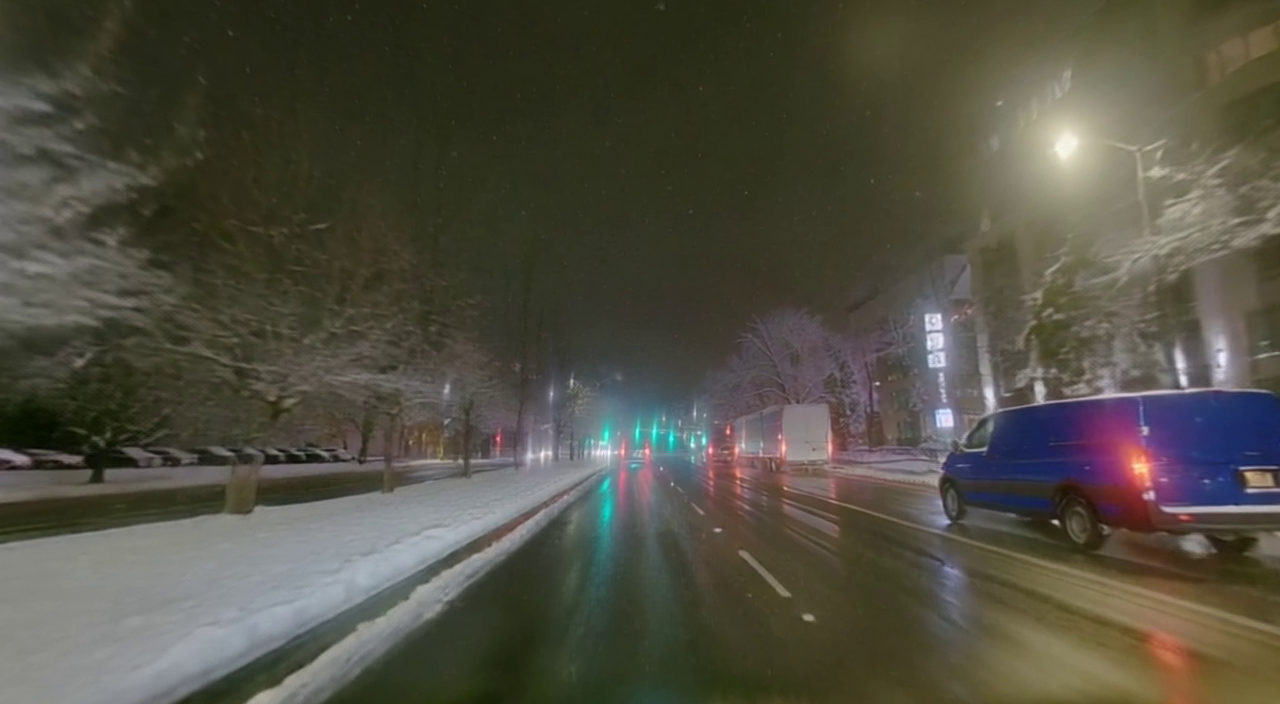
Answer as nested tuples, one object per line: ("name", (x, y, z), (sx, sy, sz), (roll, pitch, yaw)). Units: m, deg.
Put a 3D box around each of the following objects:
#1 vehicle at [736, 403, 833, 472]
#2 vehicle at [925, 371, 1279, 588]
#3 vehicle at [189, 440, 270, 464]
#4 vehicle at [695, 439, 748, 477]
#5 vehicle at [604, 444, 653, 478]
("vehicle", (9.966, 6.387, 46.469), (2.960, 4.109, 16.764), (0, -8, -1))
("vehicle", (6.744, 1.661, 9.091), (2.573, 2.127, 5.568), (0, -8, -1))
("vehicle", (-29.519, 7.221, 45.561), (4.377, 1.665, 2.129), (-1, -8, 3))
("vehicle", (3.863, 5.084, 30.574), (2.047, 1.711, 4.265), (0, -8, 1))
("vehicle", (-0.508, 4.996, 29.192), (2.095, 1.456, 3.873), (0, -8, 0))
